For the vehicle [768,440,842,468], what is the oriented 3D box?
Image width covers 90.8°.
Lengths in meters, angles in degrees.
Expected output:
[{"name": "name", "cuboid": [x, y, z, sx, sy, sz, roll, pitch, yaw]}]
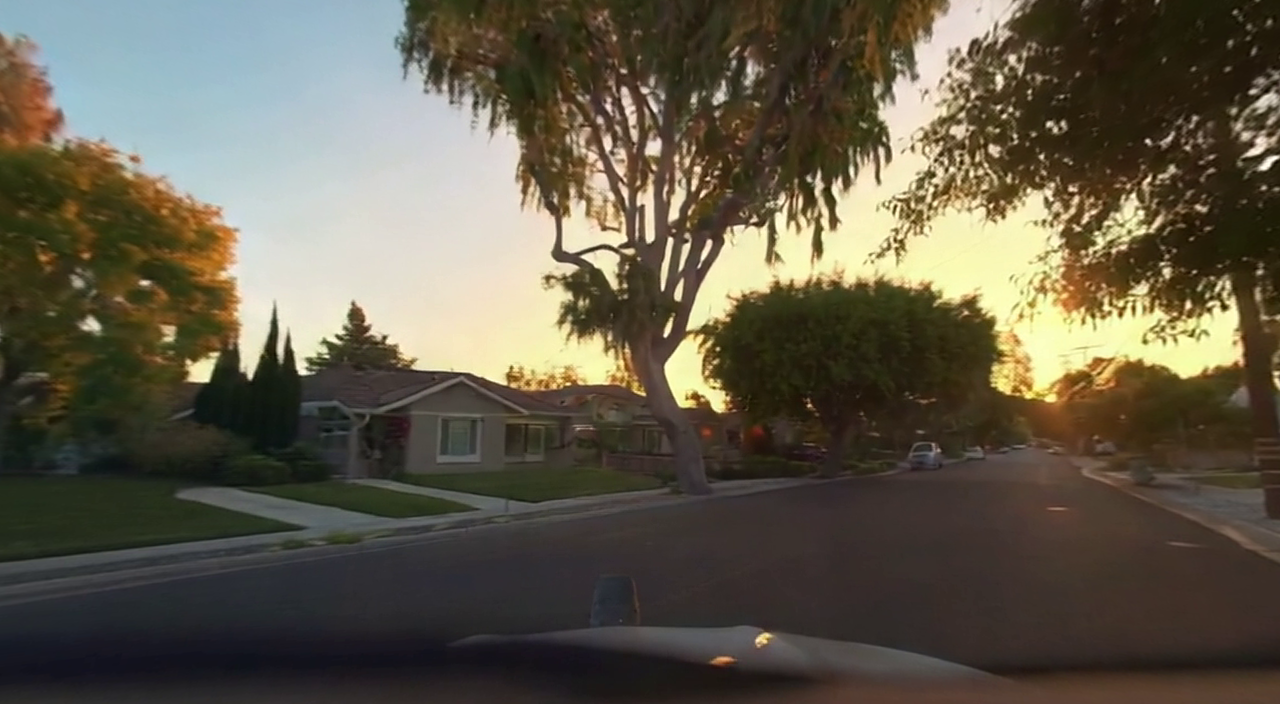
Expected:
[{"name": "vehicle", "cuboid": [12.511, 7.700, 47.984, 5.033, 1.997, 2.126, -5, -10, 30]}]
